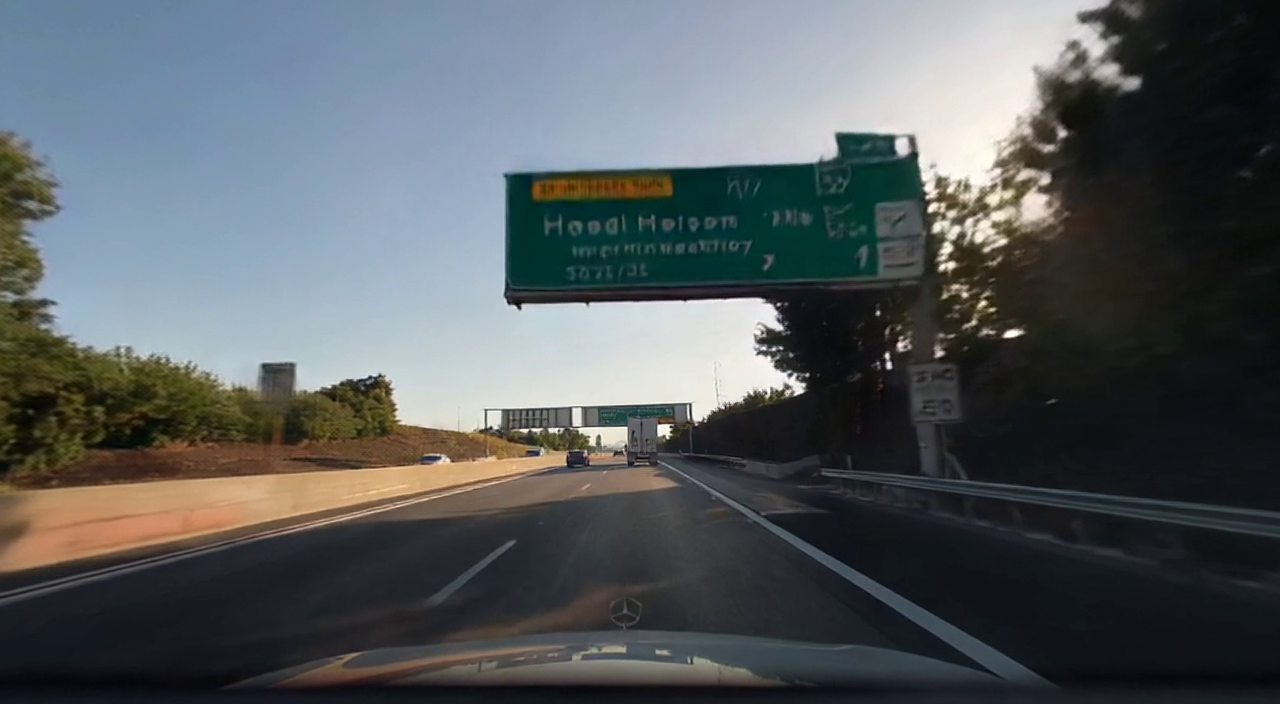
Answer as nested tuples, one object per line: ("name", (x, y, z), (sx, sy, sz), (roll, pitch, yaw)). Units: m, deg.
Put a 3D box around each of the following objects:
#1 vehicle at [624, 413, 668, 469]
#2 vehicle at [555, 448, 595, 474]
("vehicle", (0.269, 6.815, 47.931), (2.864, 3.805, 9.500), (0, -9, -2))
("vehicle", (-4.089, 6.903, 40.224), (2.053, 1.523, 4.450), (0, -9, 1))
